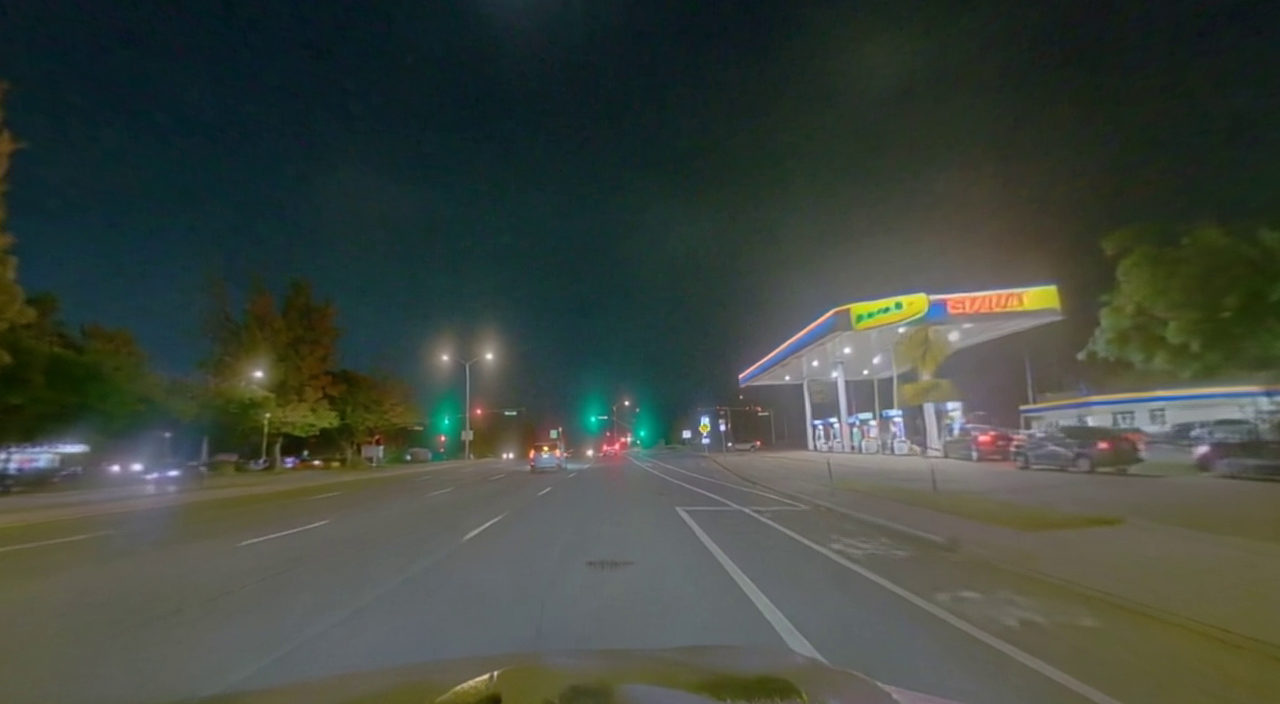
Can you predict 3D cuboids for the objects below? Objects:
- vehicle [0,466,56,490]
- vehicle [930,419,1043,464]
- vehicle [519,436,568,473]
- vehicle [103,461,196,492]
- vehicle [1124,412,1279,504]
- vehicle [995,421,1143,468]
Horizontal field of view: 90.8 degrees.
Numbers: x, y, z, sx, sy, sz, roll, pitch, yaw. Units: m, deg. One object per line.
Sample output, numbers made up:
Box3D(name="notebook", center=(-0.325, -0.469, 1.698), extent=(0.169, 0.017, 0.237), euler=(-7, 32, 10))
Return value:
Box3D(name="vehicle", center=(-44.117, 8.876, 44.642), extent=(1.661, 1.404, 4.308), euler=(0, -8, -3))
Box3D(name="vehicle", center=(13.781, 3.600, 25.386), extent=(3.562, 1.693, 1.876), euler=(-1, -10, 16))
Box3D(name="vehicle", center=(-4.957, 5.335, 33.158), extent=(1.985, 1.772, 4.479), euler=(0, -8, -2))
Box3D(name="vehicle", center=(-26.940, 6.833, 34.930), extent=(1.802, 1.448, 4.408), euler=(0, -9, -4))
Box3D(name="vehicle", center=(12.842, 1.978, 12.578), extent=(4.612, 1.491, 2.061), euler=(-4, -8, 0))
Box3D(name="vehicle", center=(13.468, 2.936, 19.995), extent=(3.453, 1.409, 1.608), euler=(0, -9, 1))
